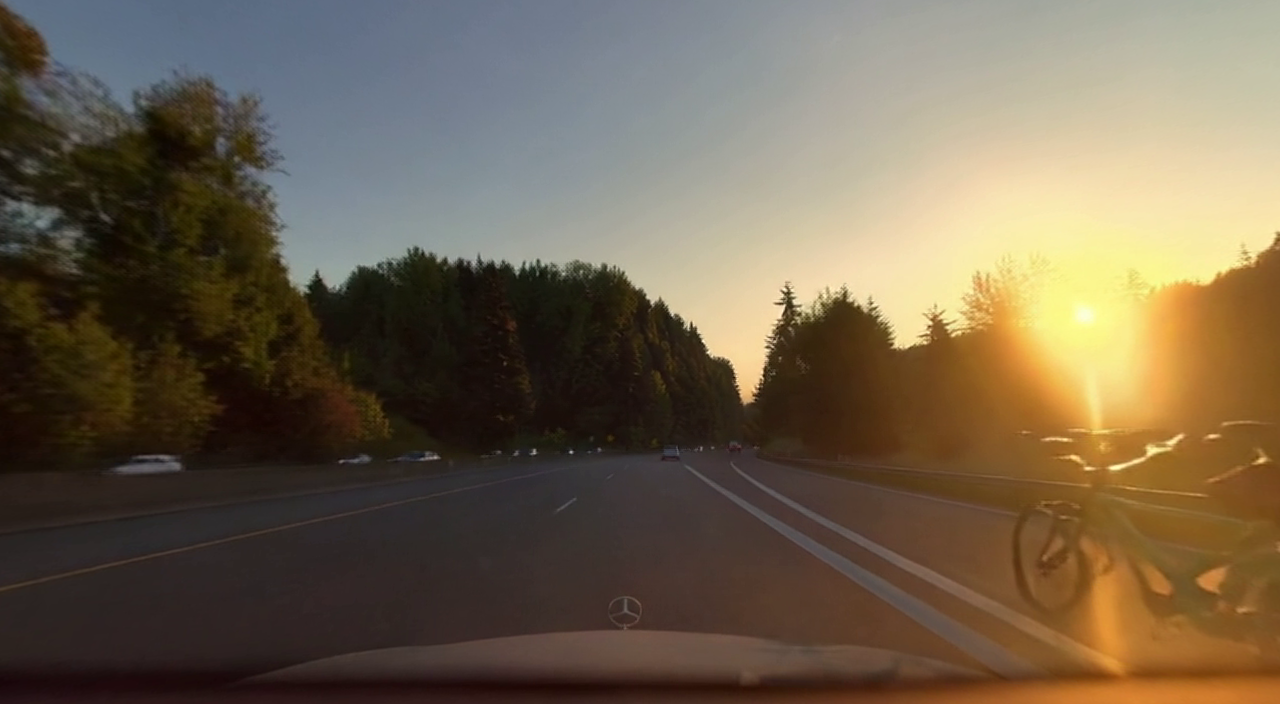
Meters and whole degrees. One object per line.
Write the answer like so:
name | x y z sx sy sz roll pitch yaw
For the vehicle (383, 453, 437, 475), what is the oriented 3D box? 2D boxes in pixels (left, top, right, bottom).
vehicle | -16.458 8.006 45.329 1.920 1.477 4.708 0 -9 2

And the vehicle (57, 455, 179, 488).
vehicle | -25.659 5.867 31.254 1.888 1.473 4.745 0 -9 1
